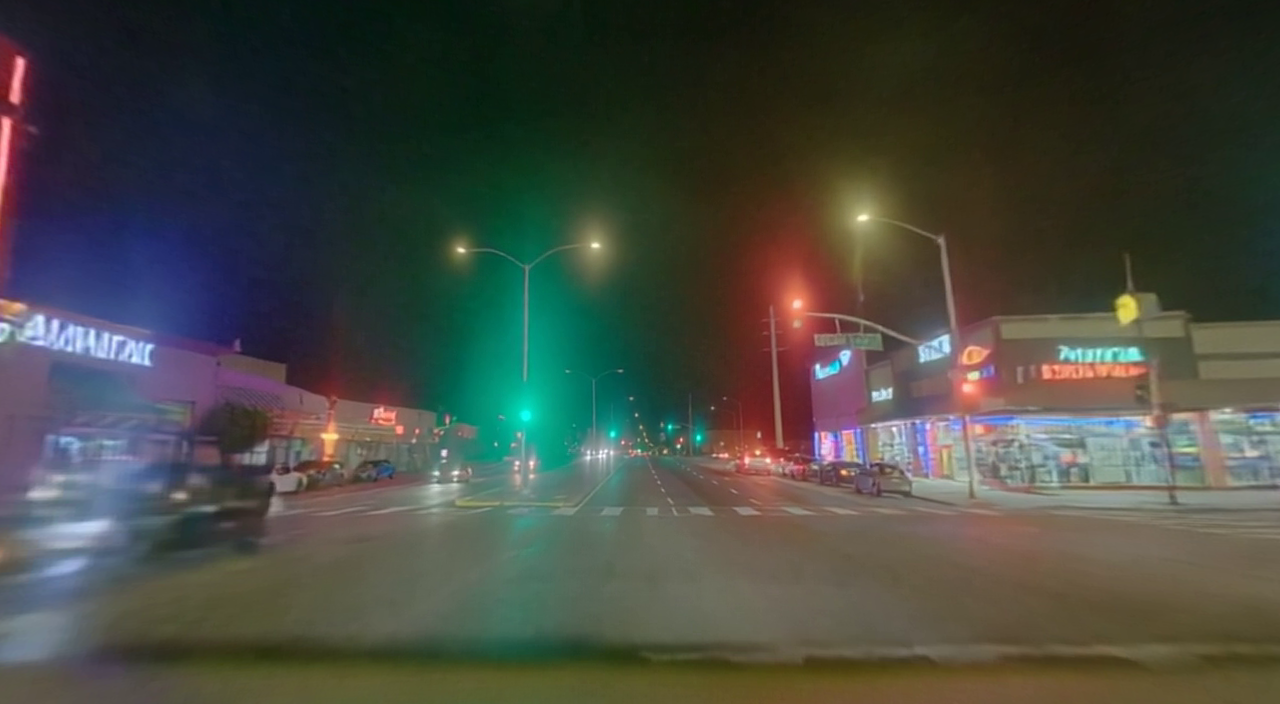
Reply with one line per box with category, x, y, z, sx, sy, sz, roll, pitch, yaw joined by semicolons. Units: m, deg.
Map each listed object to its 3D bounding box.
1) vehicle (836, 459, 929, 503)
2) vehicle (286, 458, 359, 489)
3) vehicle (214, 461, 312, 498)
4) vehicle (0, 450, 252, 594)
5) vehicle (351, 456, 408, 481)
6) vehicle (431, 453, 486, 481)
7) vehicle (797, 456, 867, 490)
vehicle;9.683;5.166;25.694;1.948;1.483;4.645;0;-8;0
vehicle;-18.177;6.935;36.379;1.756;1.525;4.355;0;-8;3
vehicle;-18.105;6.107;30.653;1.858;1.493;4.721;0;-8;-1
vehicle;-8.214;2.235;9.216;2.225;1.532;4.486;0;-8;0
vehicle;-17.922;7.989;43.641;1.951;1.524;4.409;0;-8;1
vehicle;-10.999;6.989;38.617;1.943;1.501;4.626;0;-8;1
vehicle;9.716;6.149;32.444;1.913;1.492;4.787;0;-8;-2
